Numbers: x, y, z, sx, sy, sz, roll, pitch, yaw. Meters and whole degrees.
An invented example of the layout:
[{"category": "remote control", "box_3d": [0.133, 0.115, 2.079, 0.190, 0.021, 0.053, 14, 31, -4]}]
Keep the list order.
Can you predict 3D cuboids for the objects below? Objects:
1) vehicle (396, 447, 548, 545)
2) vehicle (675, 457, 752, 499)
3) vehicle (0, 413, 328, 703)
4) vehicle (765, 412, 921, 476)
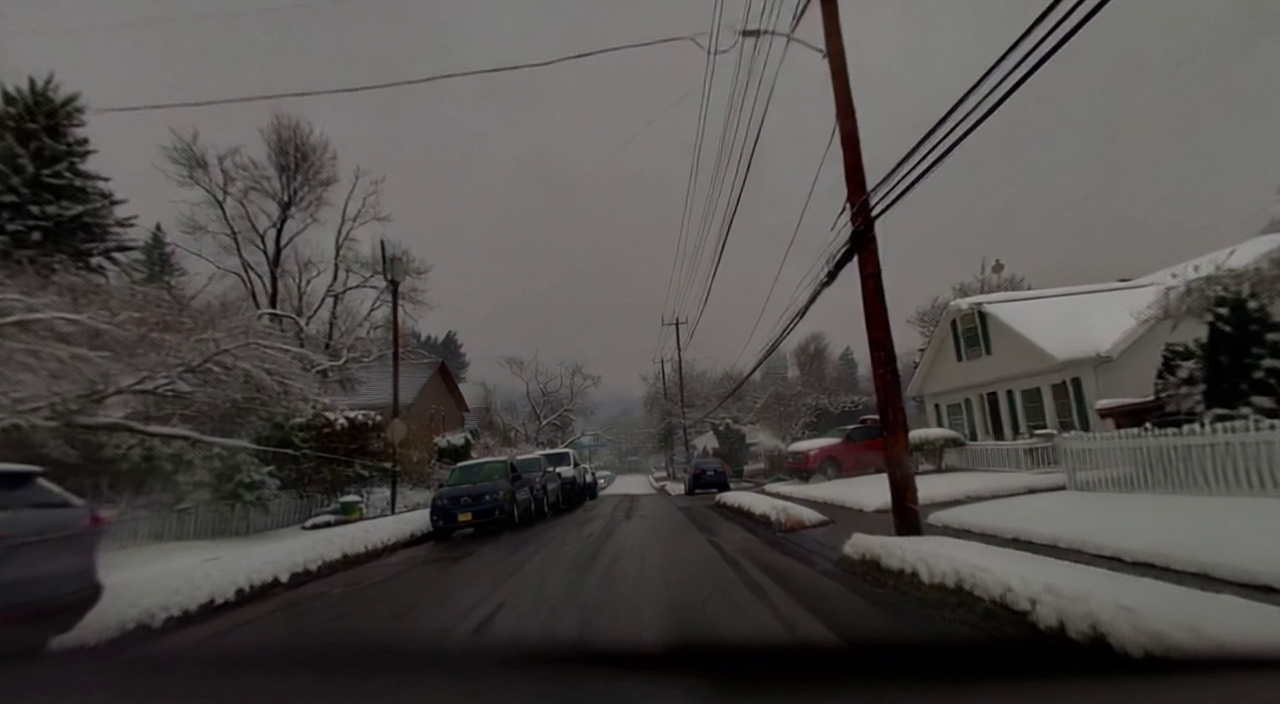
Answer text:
[{"category": "vehicle", "box_3d": [-3.144, 2.752, 12.948, 2.081, 1.589, 4.691, 0, -8, -4]}, {"category": "vehicle", "box_3d": [3.142, 5.357, 27.189, 3.005, 1.535, 4.025, -1, -8, 6]}, {"category": "vehicle", "box_3d": [-4.998, 1.330, 4.137, 4.537, 1.595, 2.471, 1, -14, -2]}, {"category": "vehicle", "box_3d": [6.360, 2.926, 20.128, 4.249, 1.905, 1.904, 0, -8, -2]}]
